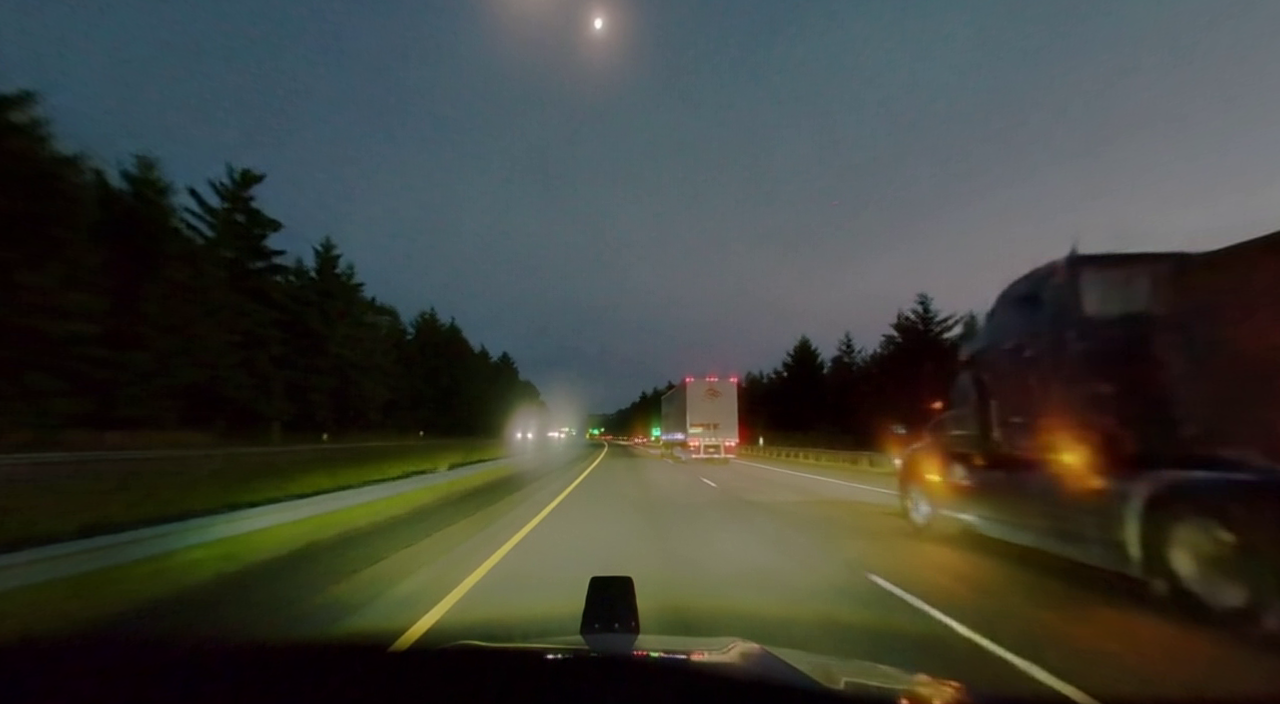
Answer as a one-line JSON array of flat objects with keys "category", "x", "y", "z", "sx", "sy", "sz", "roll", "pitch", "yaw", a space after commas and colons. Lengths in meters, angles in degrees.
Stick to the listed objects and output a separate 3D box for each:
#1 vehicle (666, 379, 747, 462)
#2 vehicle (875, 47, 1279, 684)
[{"category": "vehicle", "x": 3.496, "y": 4.169, "z": 36.931, "sx": 2.974, "sy": 4.003, "sz": 12.849, "roll": 1, "pitch": -8, "yaw": -2}, {"category": "vehicle", "x": 4.867, "y": 0.262, "z": 4.777, "sx": 2.938, "sy": 3.358, "sz": 8.114, "roll": 0, "pitch": -8, "yaw": 0}]
